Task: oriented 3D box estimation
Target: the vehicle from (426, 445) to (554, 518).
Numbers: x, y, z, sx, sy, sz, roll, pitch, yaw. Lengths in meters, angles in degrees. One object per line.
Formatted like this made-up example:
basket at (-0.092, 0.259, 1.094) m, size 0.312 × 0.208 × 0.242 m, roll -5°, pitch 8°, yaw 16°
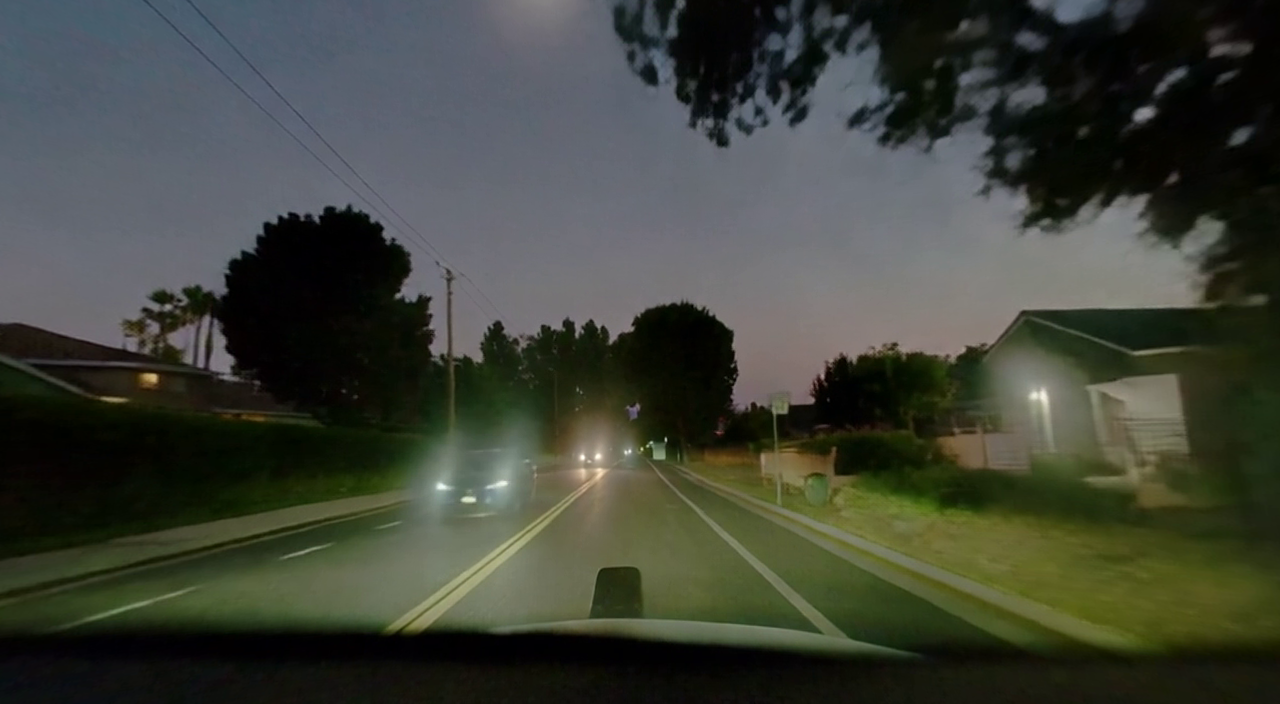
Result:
vehicle at (-3.503, 3.112, 15.706) m, size 2.074 × 1.527 × 4.438 m, roll 0°, pitch -9°, yaw 0°
